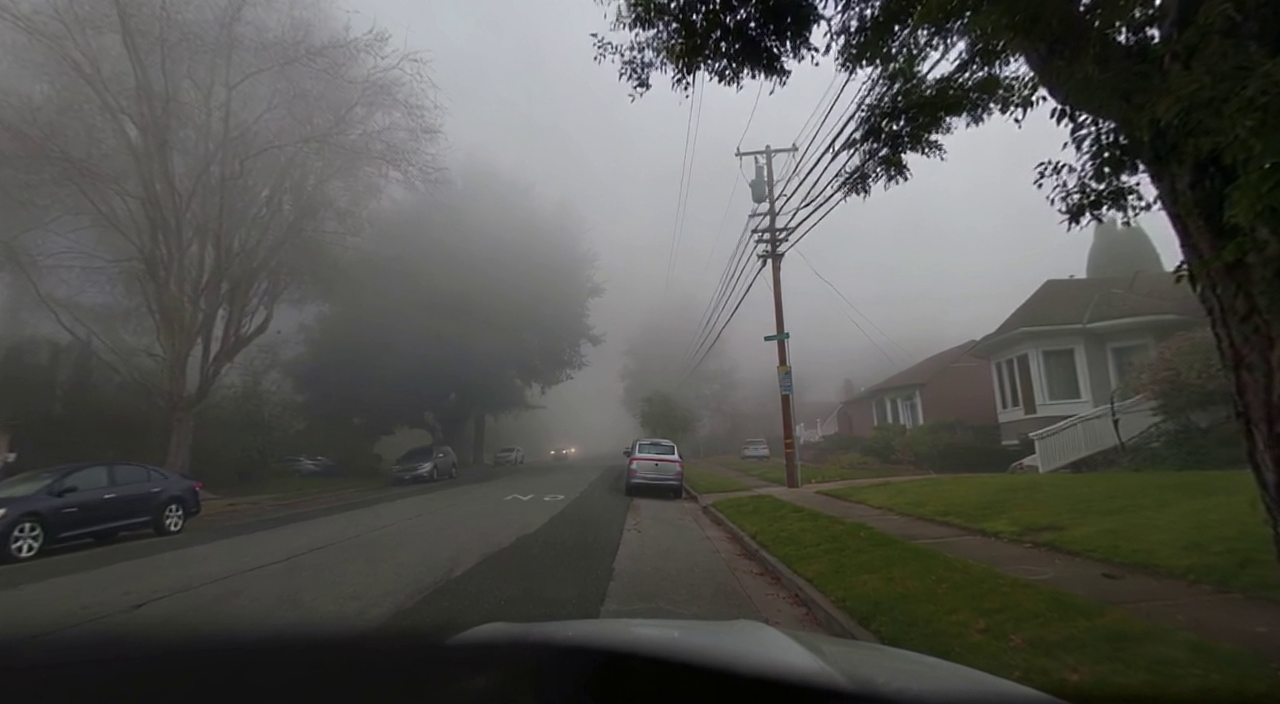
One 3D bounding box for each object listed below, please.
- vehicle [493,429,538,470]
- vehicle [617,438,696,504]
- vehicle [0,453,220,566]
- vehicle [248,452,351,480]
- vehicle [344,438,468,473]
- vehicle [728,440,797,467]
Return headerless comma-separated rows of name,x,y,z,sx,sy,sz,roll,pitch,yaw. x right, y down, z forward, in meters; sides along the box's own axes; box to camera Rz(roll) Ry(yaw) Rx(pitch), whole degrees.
vehicle,-9.447,7.460,48.539,2.199,2.902,5.848,0,-8,1
vehicle,0.469,3.134,16.987,1.908,1.572,3.105,0,-9,2
vehicle,-9.495,2.425,10.394,1.968,1.449,4.502,0,-9,2
vehicle,-18.206,6.100,33.935,4.481,1.420,1.712,1,-9,-3
vehicle,-13.978,6.208,38.051,6.488,2.009,2.354,0,-9,1
vehicle,7.857,6.518,40.711,4.075,1.674,1.811,0,-9,0
